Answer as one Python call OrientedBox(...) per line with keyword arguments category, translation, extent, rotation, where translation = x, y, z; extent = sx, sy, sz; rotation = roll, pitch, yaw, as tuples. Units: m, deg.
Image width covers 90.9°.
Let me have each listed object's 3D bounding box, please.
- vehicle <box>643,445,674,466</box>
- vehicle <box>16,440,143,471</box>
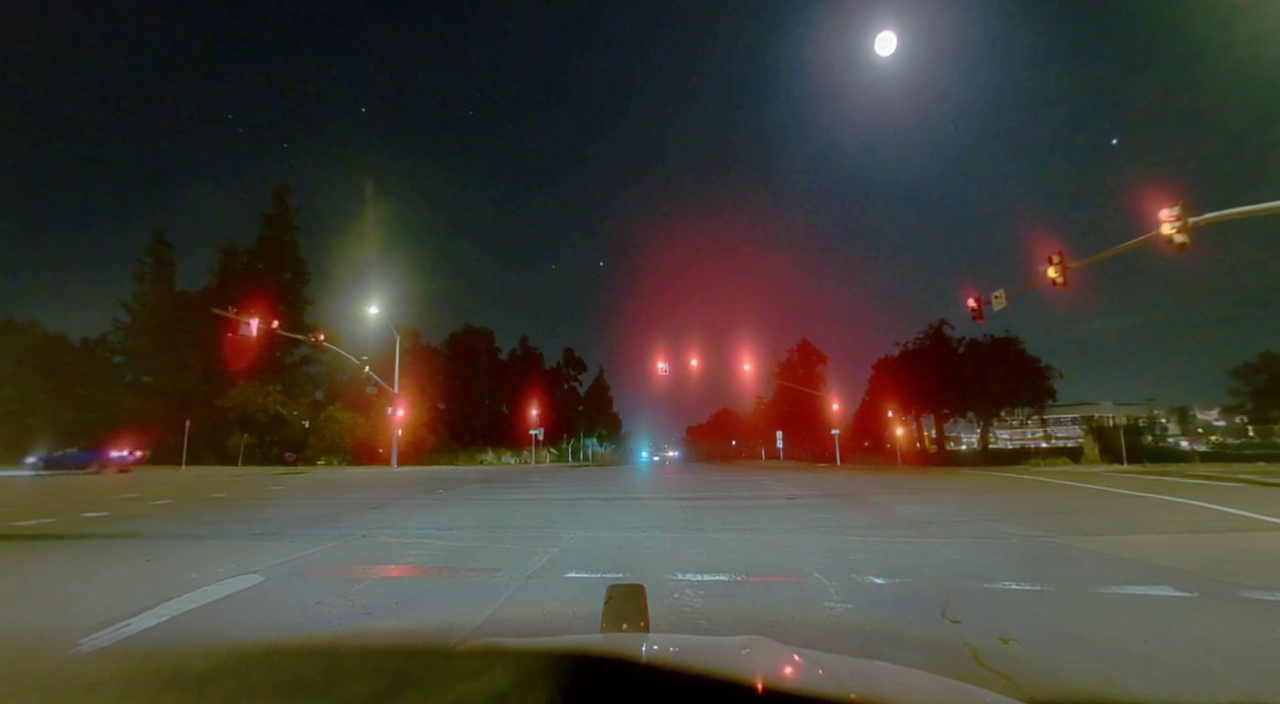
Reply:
OrientedBox(category="vehicle", translation=(1.279, 7.628, 46.470), extent=(2.132, 1.449, 4.235), rotation=(0, -9, 0))
OrientedBox(category="vehicle", translation=(-28.332, 5.245, 31.961), extent=(4.681, 1.465, 1.820), rotation=(0, -9, 0))
